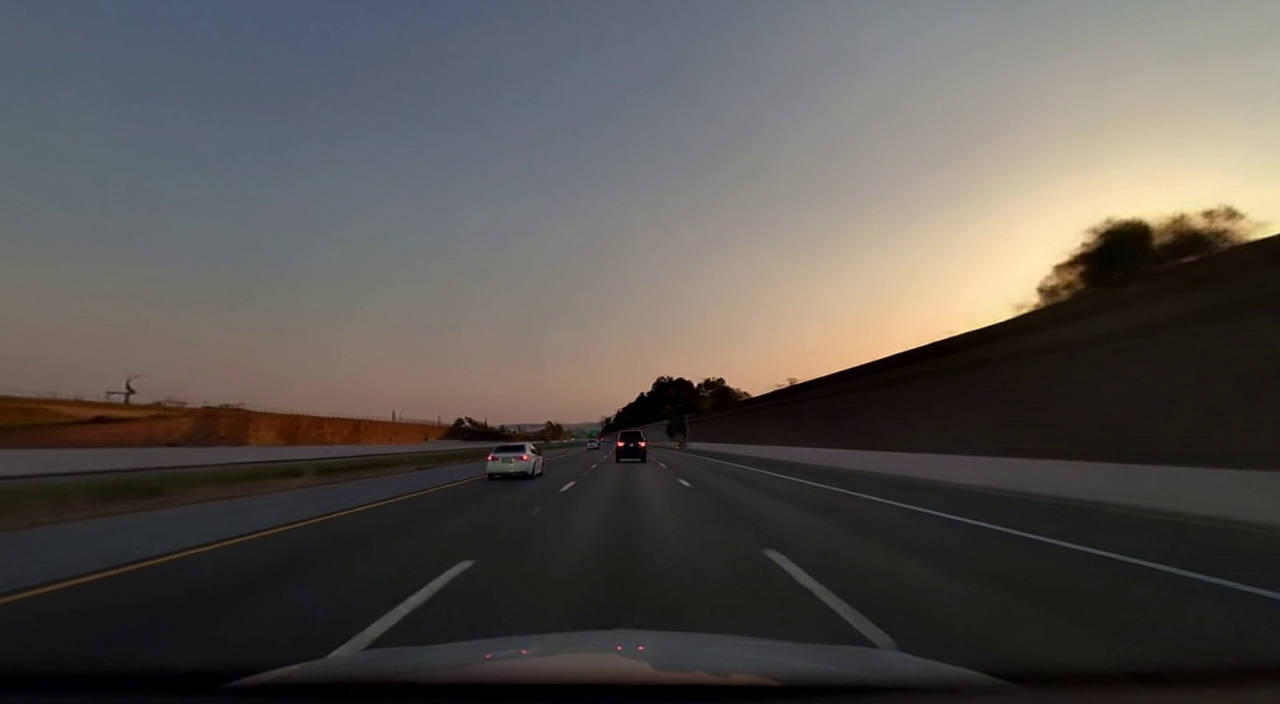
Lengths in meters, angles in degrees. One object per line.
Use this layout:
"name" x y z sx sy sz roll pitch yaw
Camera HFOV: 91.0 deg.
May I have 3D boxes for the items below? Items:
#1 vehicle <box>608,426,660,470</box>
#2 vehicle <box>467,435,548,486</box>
"vehicle" -0.359 4.692 31.010 2.382 1.973 4.439 0 -8 -2
"vehicle" -4.340 3.612 21.267 1.945 1.550 3.780 0 -8 -1
